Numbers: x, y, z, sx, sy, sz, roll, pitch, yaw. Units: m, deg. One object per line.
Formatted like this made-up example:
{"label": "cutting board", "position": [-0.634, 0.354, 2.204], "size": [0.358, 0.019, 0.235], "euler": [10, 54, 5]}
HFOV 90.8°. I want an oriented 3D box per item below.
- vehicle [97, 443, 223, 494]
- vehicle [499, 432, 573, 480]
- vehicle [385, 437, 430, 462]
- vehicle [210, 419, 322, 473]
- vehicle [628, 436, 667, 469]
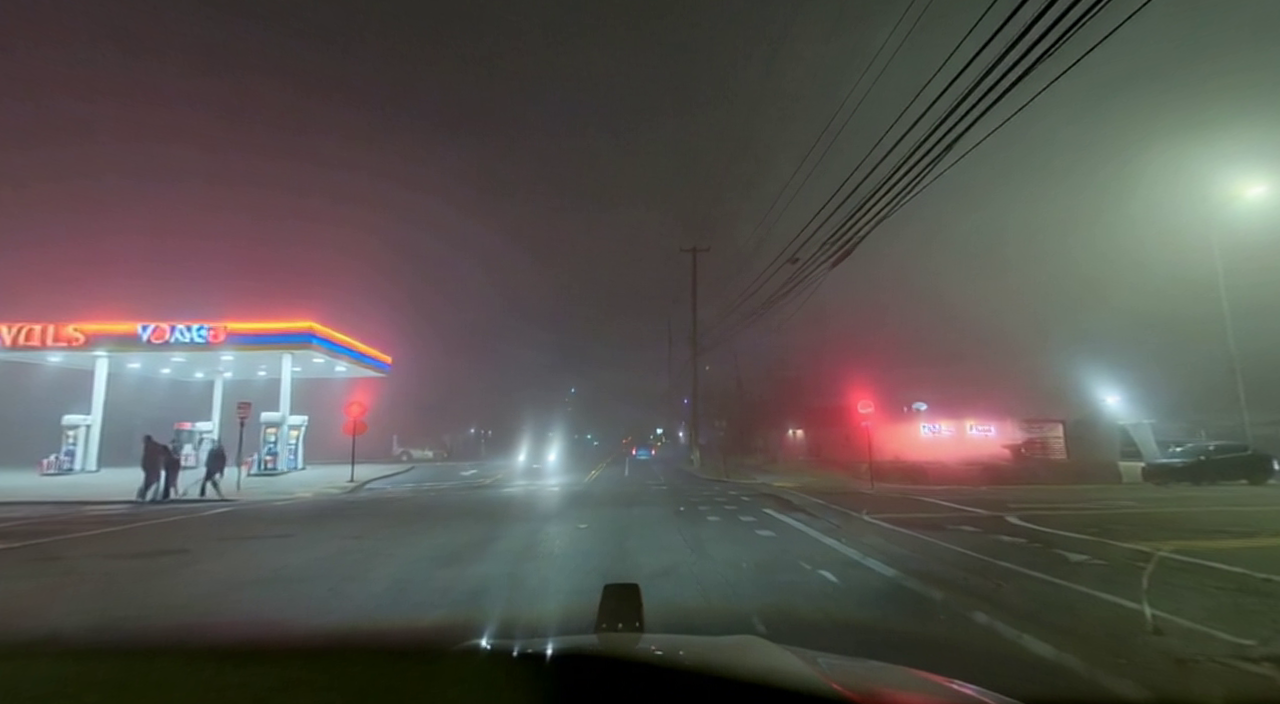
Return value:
{"label": "vehicle", "position": [-15.878, 3.747, 20.794], "size": [5.116, 1.487, 1.928], "euler": [-7, -10, 37]}
{"label": "vehicle", "position": [-4.331, 4.420, 27.159], "size": [2.274, 1.844, 4.843], "euler": [0, -8, 1]}
{"label": "vehicle", "position": [-17.281, 7.252, 47.186], "size": [1.890, 1.761, 4.578], "euler": [0, -8, -3]}
{"label": "vehicle", "position": [-17.545, 4.437, 30.002], "size": [2.499, 2.309, 4.613], "euler": [0, -8, -1]}
{"label": "vehicle", "position": [0.340, 5.376, 34.094], "size": [2.000, 1.663, 4.271], "euler": [0, -8, -1]}
